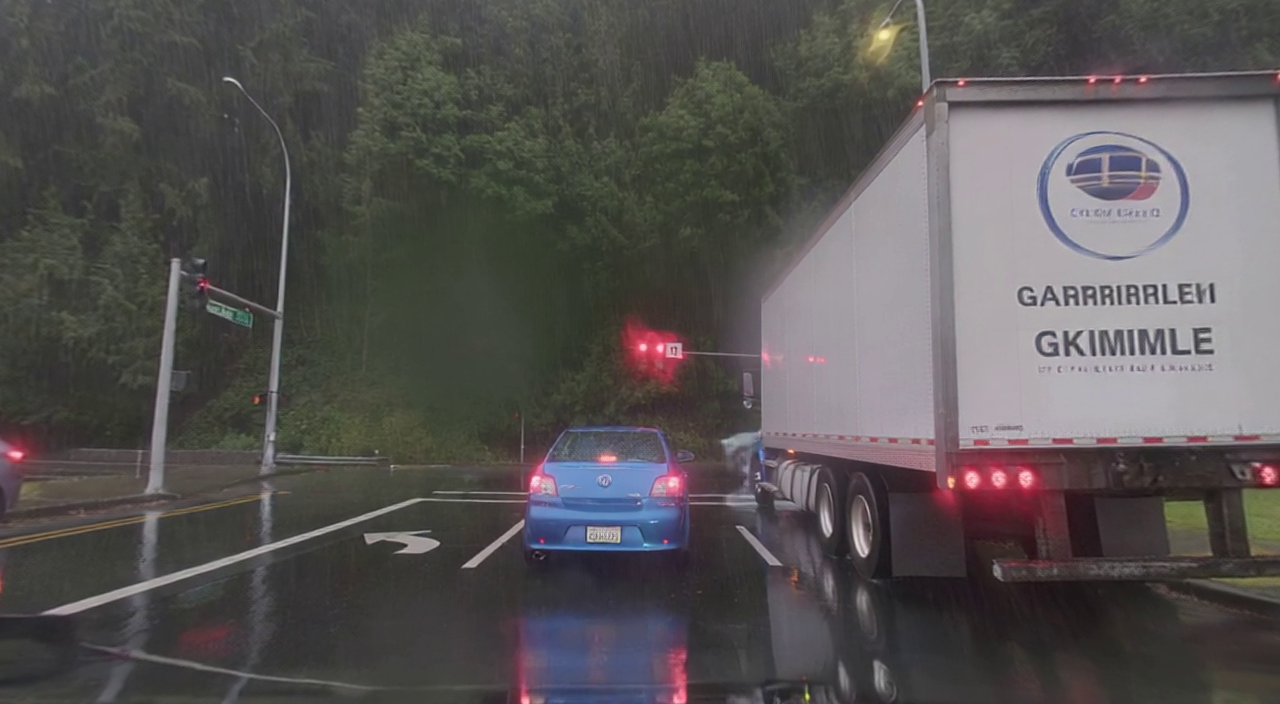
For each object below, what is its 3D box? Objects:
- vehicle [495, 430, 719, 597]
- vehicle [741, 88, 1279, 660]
[{"bbox_3d":[-0.323,1.708,7.425,1.975,1.457,3.526,0,-9,-1],"label":"vehicle"},{"bbox_3d":[3.563,0.770,8.955,2.884,3.753,9.763,0,-9,2],"label":"vehicle"}]
